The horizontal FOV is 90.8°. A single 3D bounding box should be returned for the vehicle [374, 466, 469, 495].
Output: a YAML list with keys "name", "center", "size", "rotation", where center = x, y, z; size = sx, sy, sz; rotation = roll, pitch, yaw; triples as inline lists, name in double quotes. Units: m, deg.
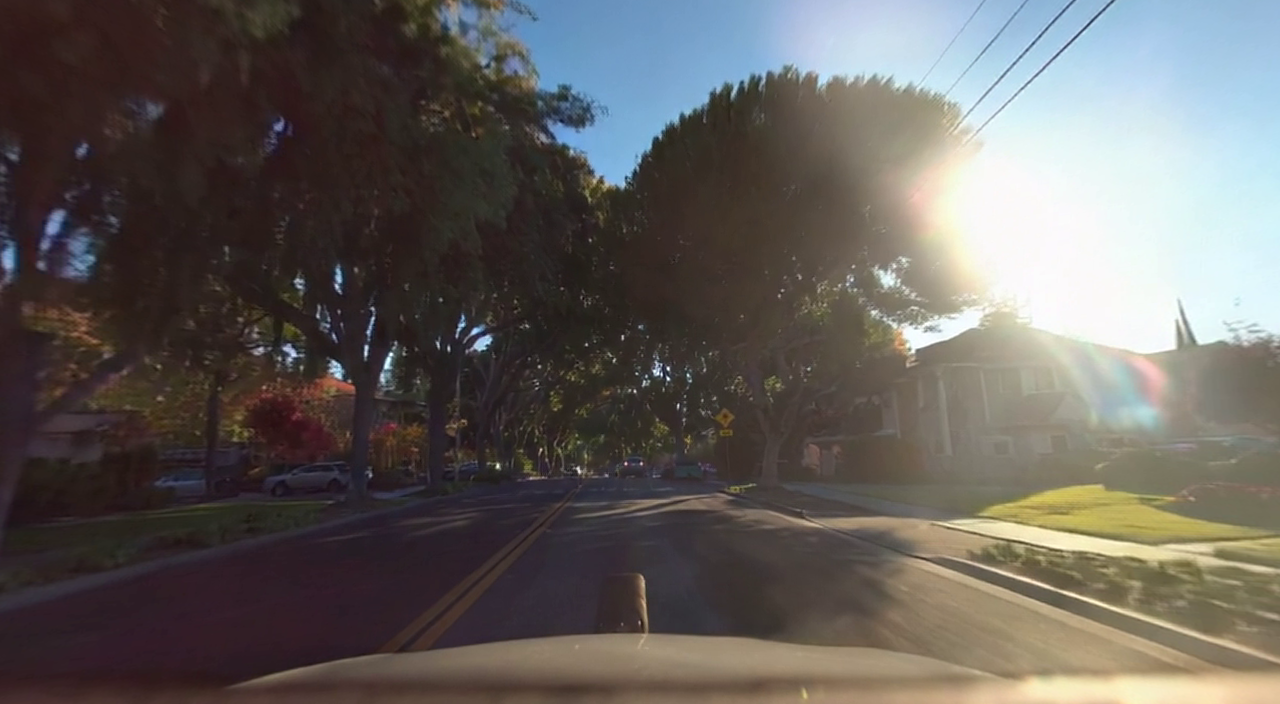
- name: "vehicle"
  center: [-12.513, 7.368, 36.302]
  size: [4.676, 1.484, 2.068]
  rotation: [-1, -9, 12]

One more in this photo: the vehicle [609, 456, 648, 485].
- name: "vehicle"
  center: [-0.701, 6.644, 35.540]
  size: [2.022, 1.481, 4.050]
  rotation: [1, -9, -3]

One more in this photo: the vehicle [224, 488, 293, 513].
- name: "vehicle"
  center: [-25.837, 10.081, 42.859]
  size: [3.733, 1.480, 1.672]
  rotation: [-2, -9, 10]

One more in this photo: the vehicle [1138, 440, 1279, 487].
- name: "vehicle"
  center: [23.586, 4.551, 26.000]
  size: [4.330, 1.767, 1.946]
  rotation: [-1, -9, 15]

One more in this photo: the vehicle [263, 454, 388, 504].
- name: "vehicle"
  center: [-17.153, 6.890, 34.628]
  size: [5.586, 2.532, 2.444]
  rotation: [-1, -9, 8]
